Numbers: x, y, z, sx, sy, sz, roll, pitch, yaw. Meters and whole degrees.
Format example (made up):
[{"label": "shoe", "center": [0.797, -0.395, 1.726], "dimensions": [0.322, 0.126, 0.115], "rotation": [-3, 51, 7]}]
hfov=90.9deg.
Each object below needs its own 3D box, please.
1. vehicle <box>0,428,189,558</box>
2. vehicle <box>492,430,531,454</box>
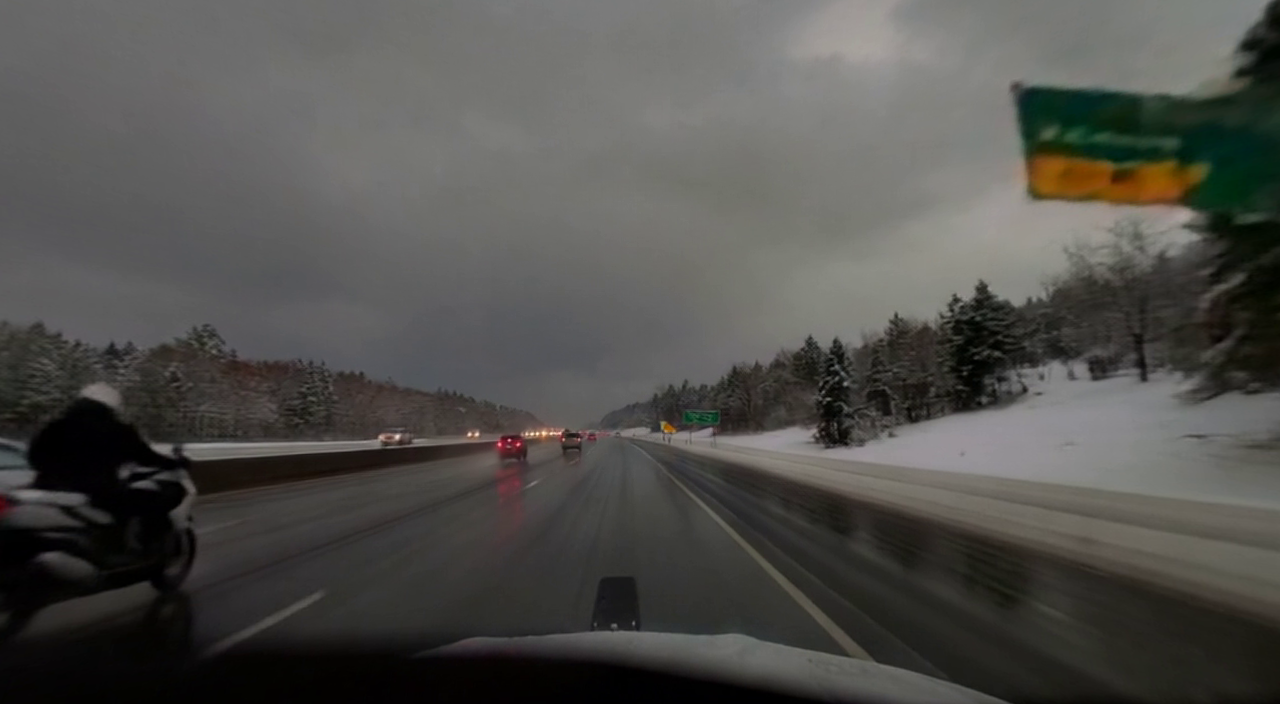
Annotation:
[{"label": "vehicle", "center": [-8.057, 1.622, 7.463], "dimensions": [2.053, 1.409, 4.704], "rotation": [0, -8, -2]}, {"label": "vehicle", "center": [-9.005, 6.327, 44.357], "dimensions": [1.965, 1.605, 4.115], "rotation": [0, -8, -1]}]
